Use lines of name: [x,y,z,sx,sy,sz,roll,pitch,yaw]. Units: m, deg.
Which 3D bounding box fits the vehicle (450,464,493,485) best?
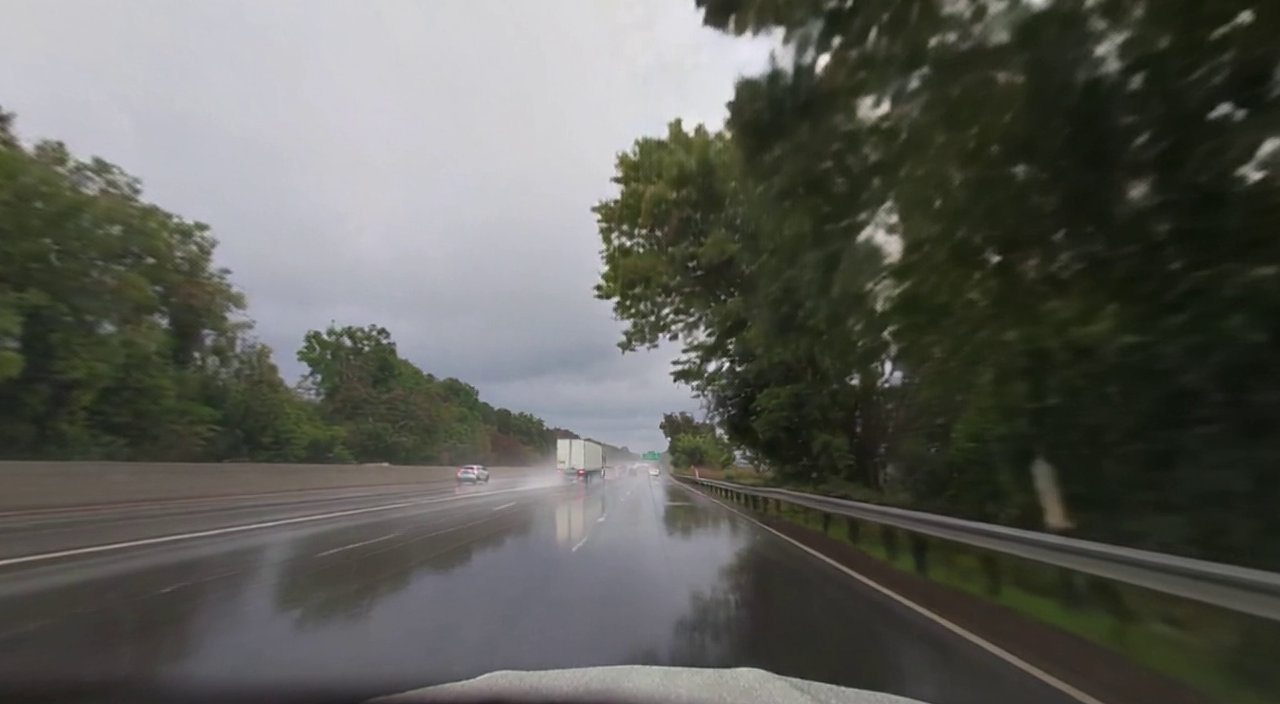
vehicle: [-12.208,8.916,45.870,1.745,1.430,4.252,0,-10,4]
